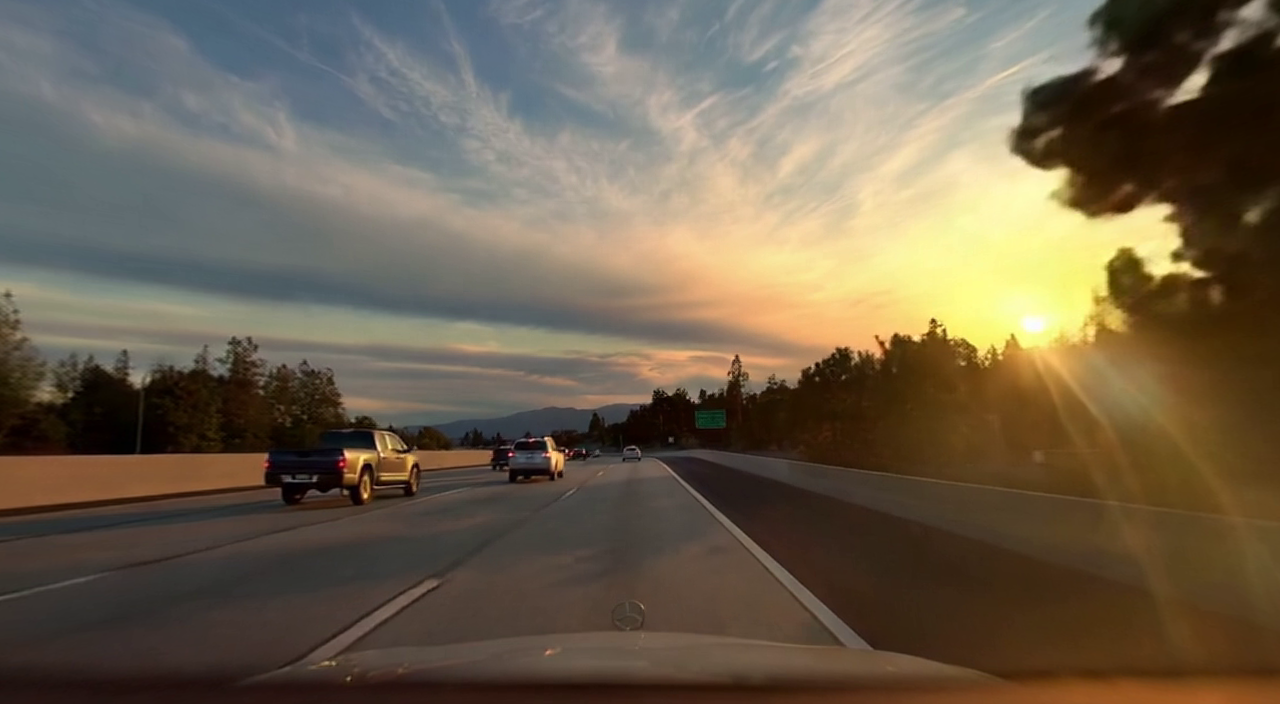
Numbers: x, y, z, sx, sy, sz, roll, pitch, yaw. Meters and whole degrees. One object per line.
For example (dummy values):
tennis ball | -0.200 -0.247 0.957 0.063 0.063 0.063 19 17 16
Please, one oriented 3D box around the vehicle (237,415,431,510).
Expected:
vehicle | -7.276 2.706 15.781 2.160 1.949 5.293 0 -9 0

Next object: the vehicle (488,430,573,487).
vehicle | -3.768 3.785 22.603 2.142 1.789 5.009 0 -9 0
